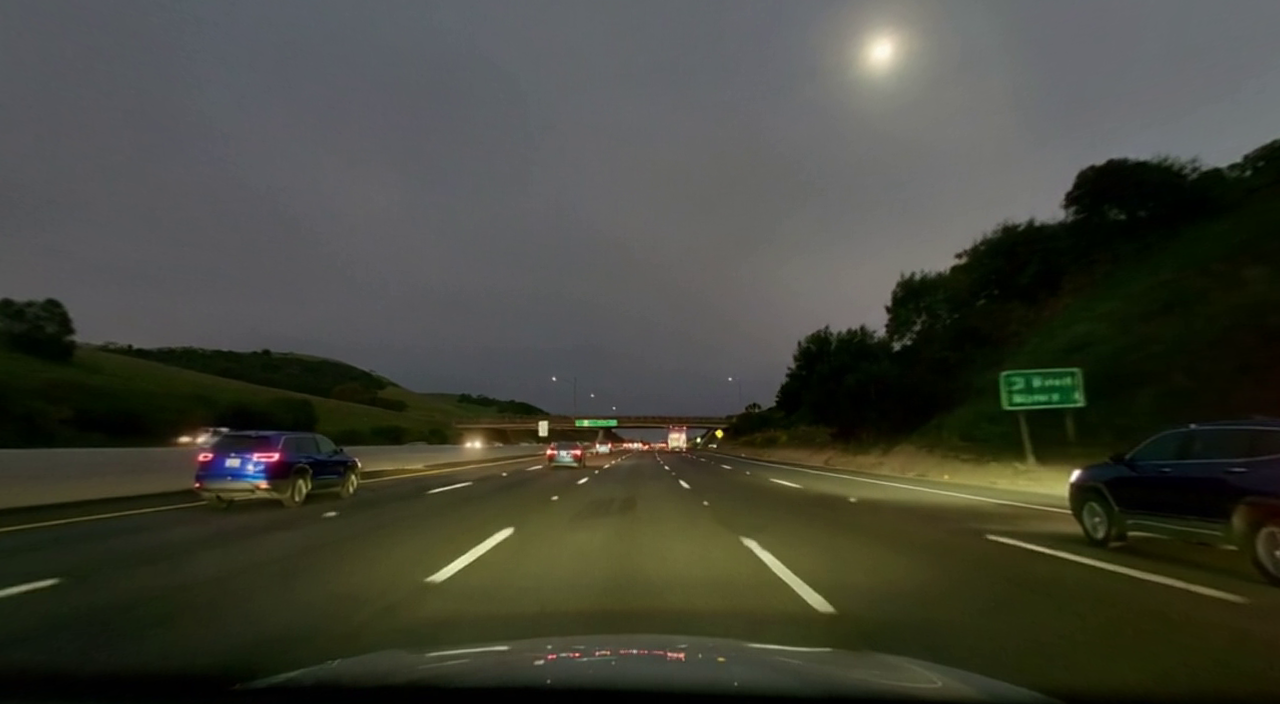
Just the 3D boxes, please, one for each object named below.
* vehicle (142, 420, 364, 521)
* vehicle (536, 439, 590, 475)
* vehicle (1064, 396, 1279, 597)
[{"bbox_3d":[-7.469,2.325,12.820,1.860,1.694,4.173,0,-9,0],"label":"vehicle"},{"bbox_3d":[-3.440,4.785,29.024,1.925,1.509,4.363,0,-9,1],"label":"vehicle"},{"bbox_3d":[6.513,1.316,5.888,1.950,1.719,4.545,0,-9,0],"label":"vehicle"}]
